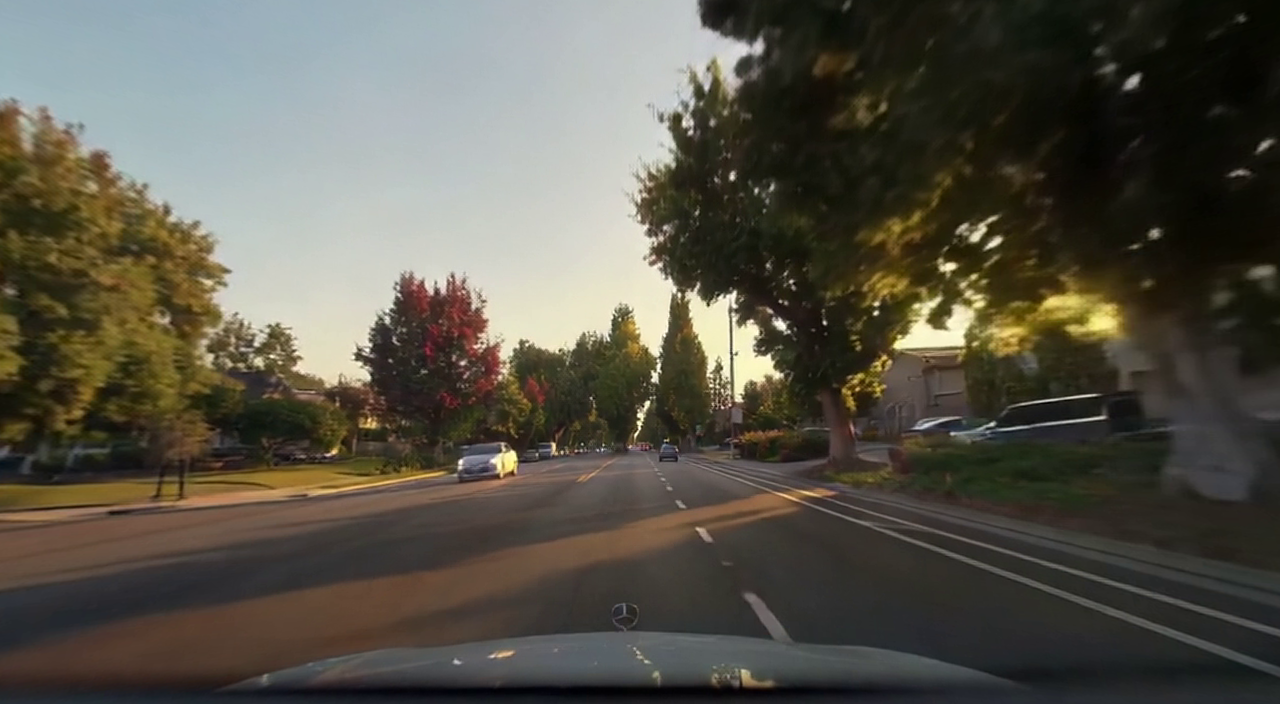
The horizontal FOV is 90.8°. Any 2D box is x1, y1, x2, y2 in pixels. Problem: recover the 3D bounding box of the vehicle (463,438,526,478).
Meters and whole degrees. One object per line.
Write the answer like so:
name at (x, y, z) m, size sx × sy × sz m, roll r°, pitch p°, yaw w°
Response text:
vehicle at (-7.062, 5.180, 31.144) m, size 2.054 × 1.814 × 4.543 m, roll 0°, pitch -9°, yaw 0°
